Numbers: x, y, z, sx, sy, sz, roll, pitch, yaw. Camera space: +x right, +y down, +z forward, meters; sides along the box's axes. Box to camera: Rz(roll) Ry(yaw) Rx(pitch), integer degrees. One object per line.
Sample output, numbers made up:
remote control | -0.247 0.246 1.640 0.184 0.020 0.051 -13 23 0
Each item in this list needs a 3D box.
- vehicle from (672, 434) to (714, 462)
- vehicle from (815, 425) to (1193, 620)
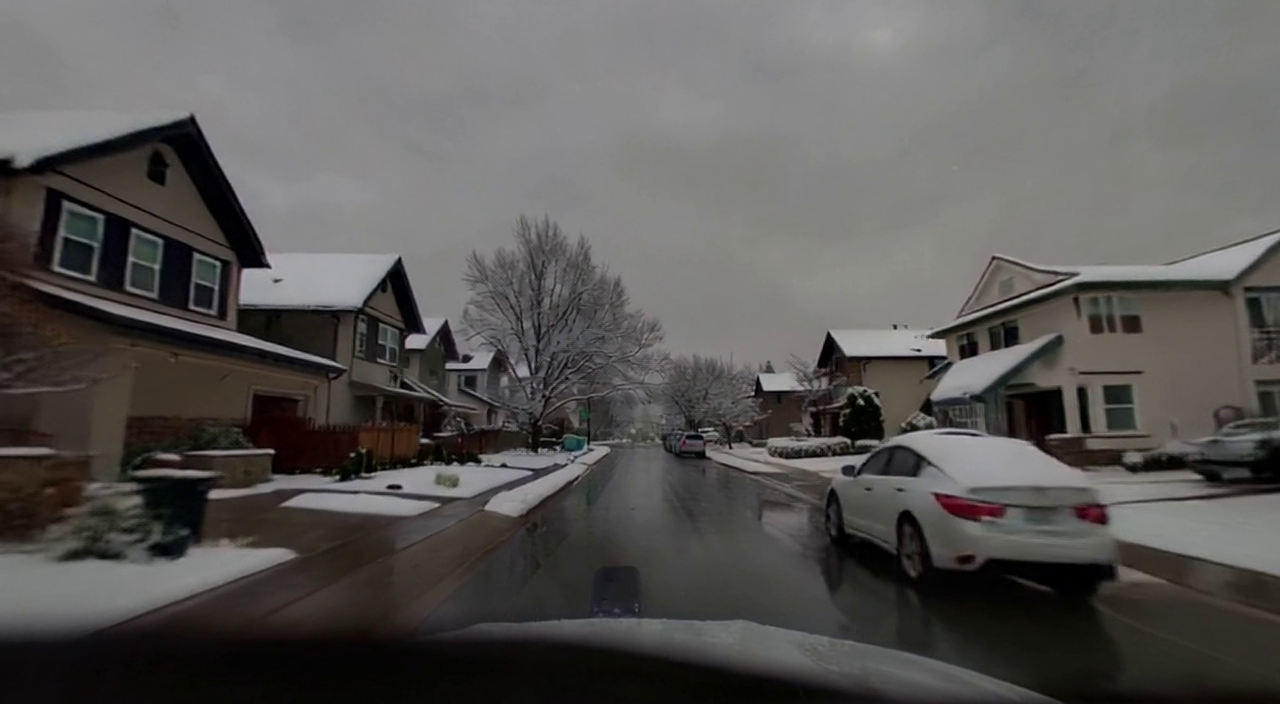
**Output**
vehicle | 3.077 5.607 37.126 1.955 1.498 4.046 0 -7 -3
vehicle | 3.353 1.561 6.815 1.838 1.496 3.735 0 -7 0
